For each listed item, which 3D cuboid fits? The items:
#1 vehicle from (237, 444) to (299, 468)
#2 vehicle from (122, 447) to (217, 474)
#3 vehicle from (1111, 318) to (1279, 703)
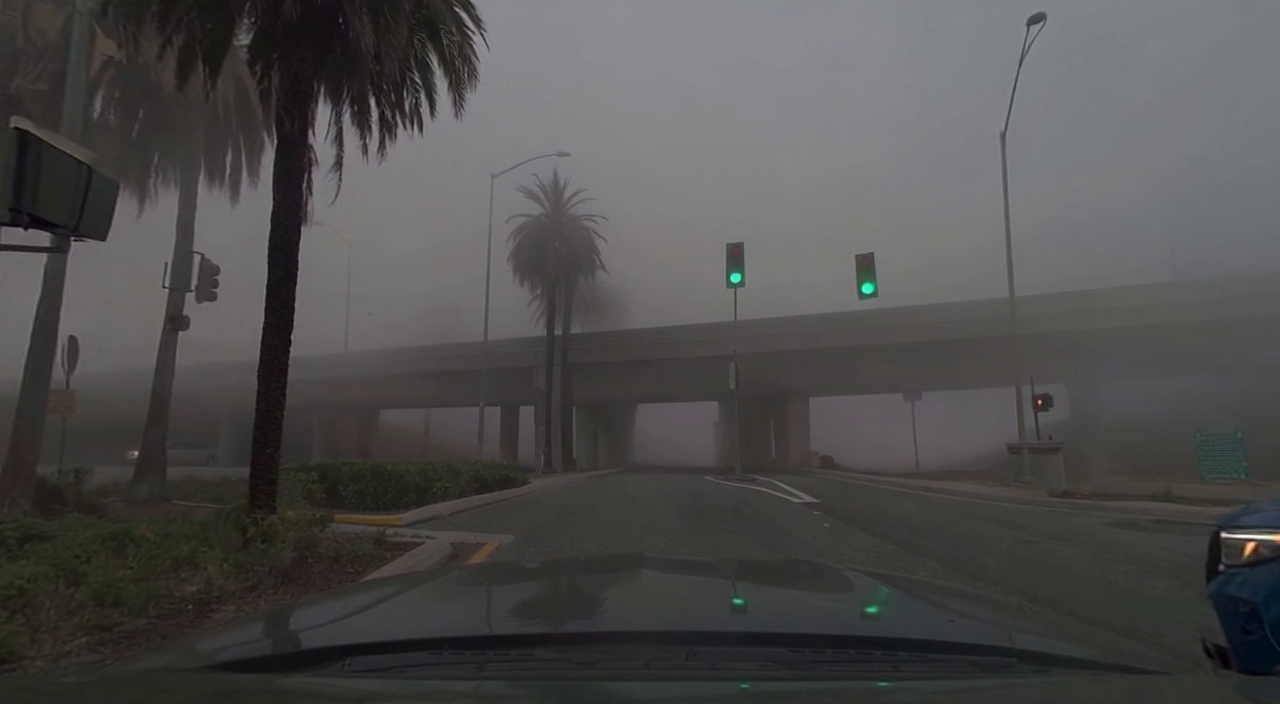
[{"bbox_3d":[-26.271,7.342,44.580,1.941,1.631,4.017,0,-9,0],"label":"vehicle"},{"bbox_3d":[-26.565,6.111,35.754,1.830,1.443,4.551,0,-9,2],"label":"vehicle"},{"bbox_3d":[3.449,0.522,0.788,2.028,1.770,4.737,0,-9,0],"label":"vehicle"}]
